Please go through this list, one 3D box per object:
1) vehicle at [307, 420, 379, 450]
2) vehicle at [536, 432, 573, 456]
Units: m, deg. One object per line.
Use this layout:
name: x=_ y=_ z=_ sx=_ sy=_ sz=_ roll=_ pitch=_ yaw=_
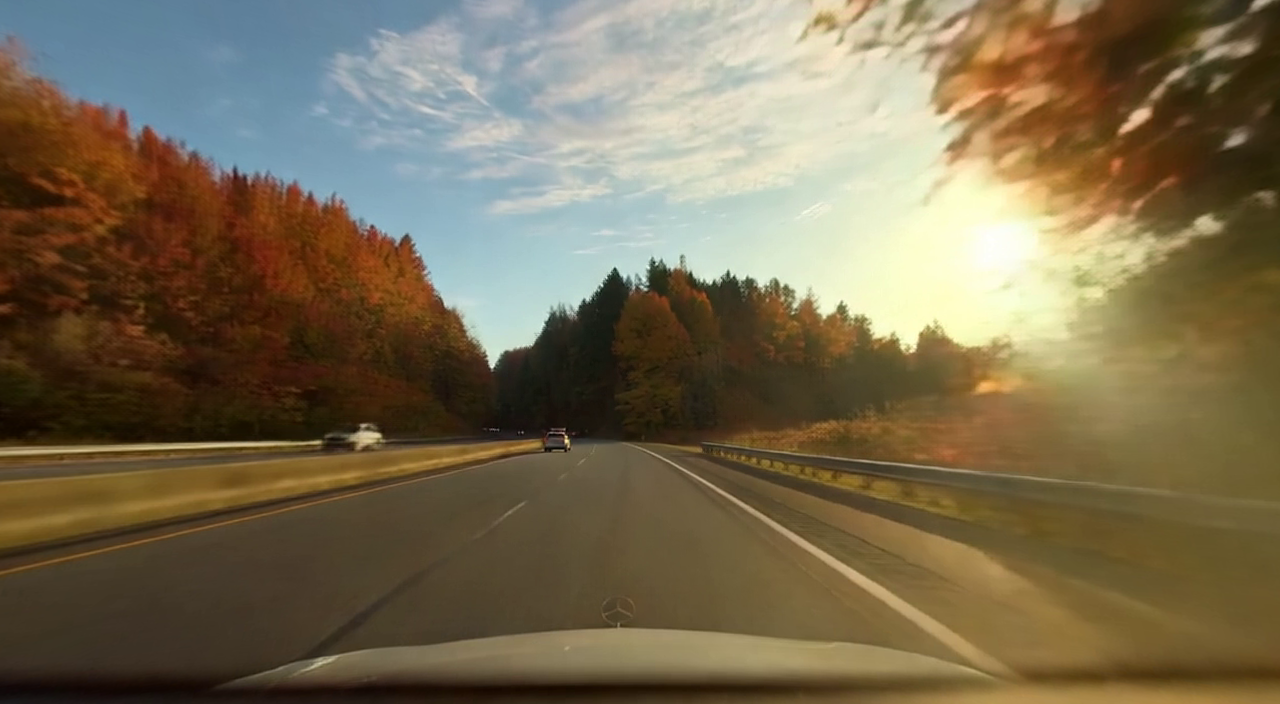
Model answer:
vehicle: x=-17.419 y=4.947 z=37.217 sx=1.974 sy=1.639 sz=4.948 roll=0 pitch=-8 yaw=-2
vehicle: x=-5.734 y=6.228 z=42.635 sx=2.073 sy=1.559 sz=4.393 roll=0 pitch=-8 yaw=-2
